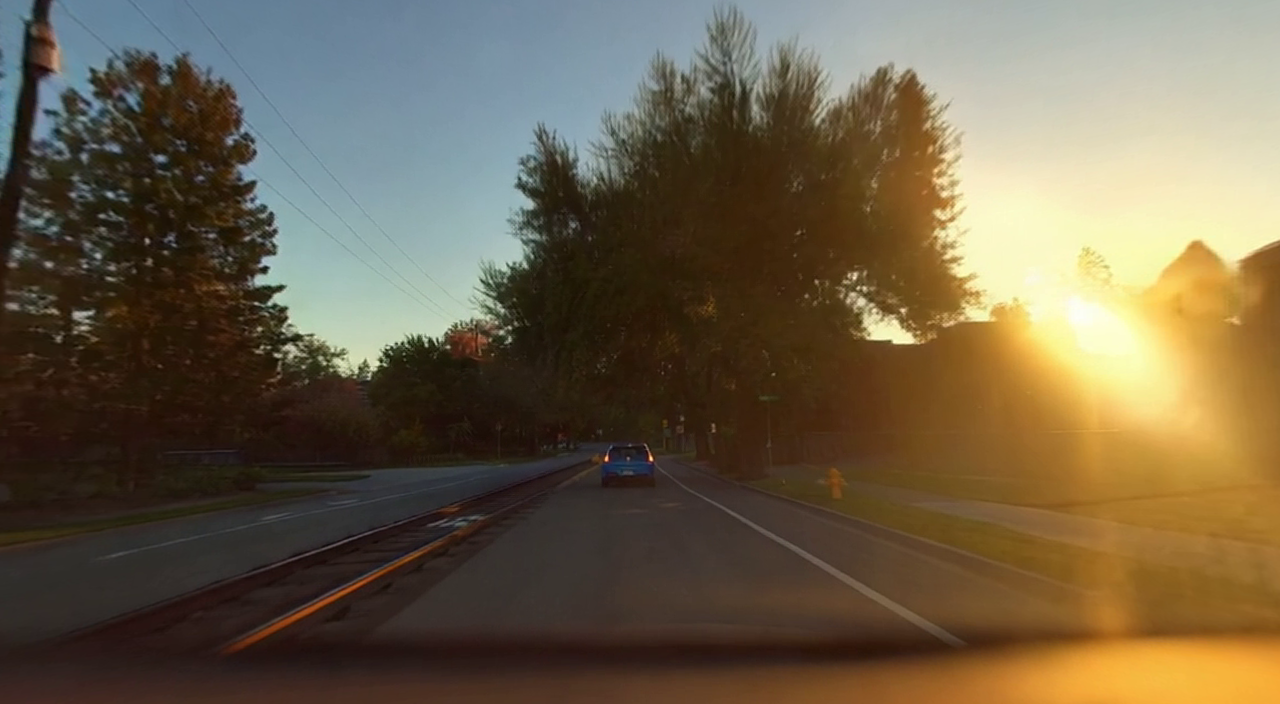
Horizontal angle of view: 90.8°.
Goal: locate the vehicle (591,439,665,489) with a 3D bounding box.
[{"bbox_3d":[-0.384,3.809,21.820,2.295,1.510,4.364,0,-9,0],"label":"vehicle"}]
